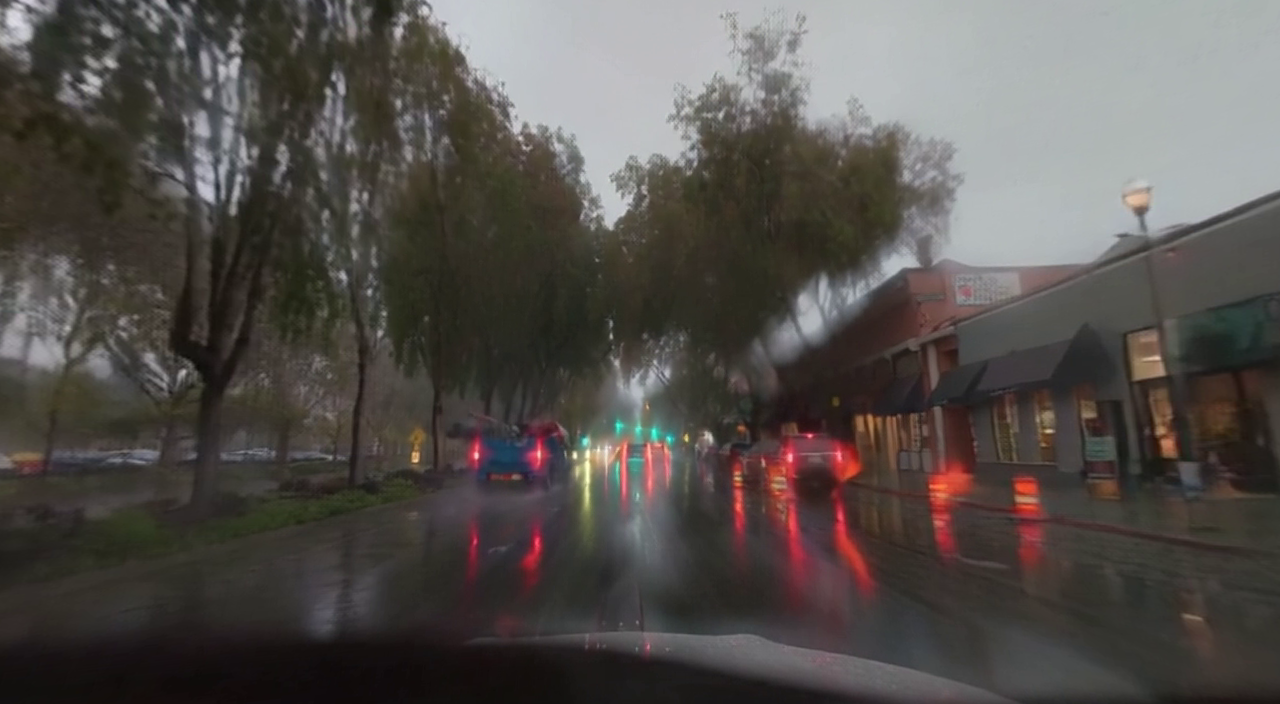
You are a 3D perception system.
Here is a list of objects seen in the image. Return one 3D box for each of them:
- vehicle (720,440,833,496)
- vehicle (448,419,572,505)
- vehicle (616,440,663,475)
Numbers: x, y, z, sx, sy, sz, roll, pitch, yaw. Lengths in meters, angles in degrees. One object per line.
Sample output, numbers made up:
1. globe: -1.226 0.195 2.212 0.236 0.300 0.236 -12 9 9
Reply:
1. vehicle: 4.298 3.726 20.782 2.082 1.601 4.451 1 -9 -10
2. vehicle: -3.454 3.093 18.244 2.424 2.063 5.678 0 -9 -1
3. vehicle: -0.070 5.748 34.680 2.413 1.748 4.406 0 -8 -1
